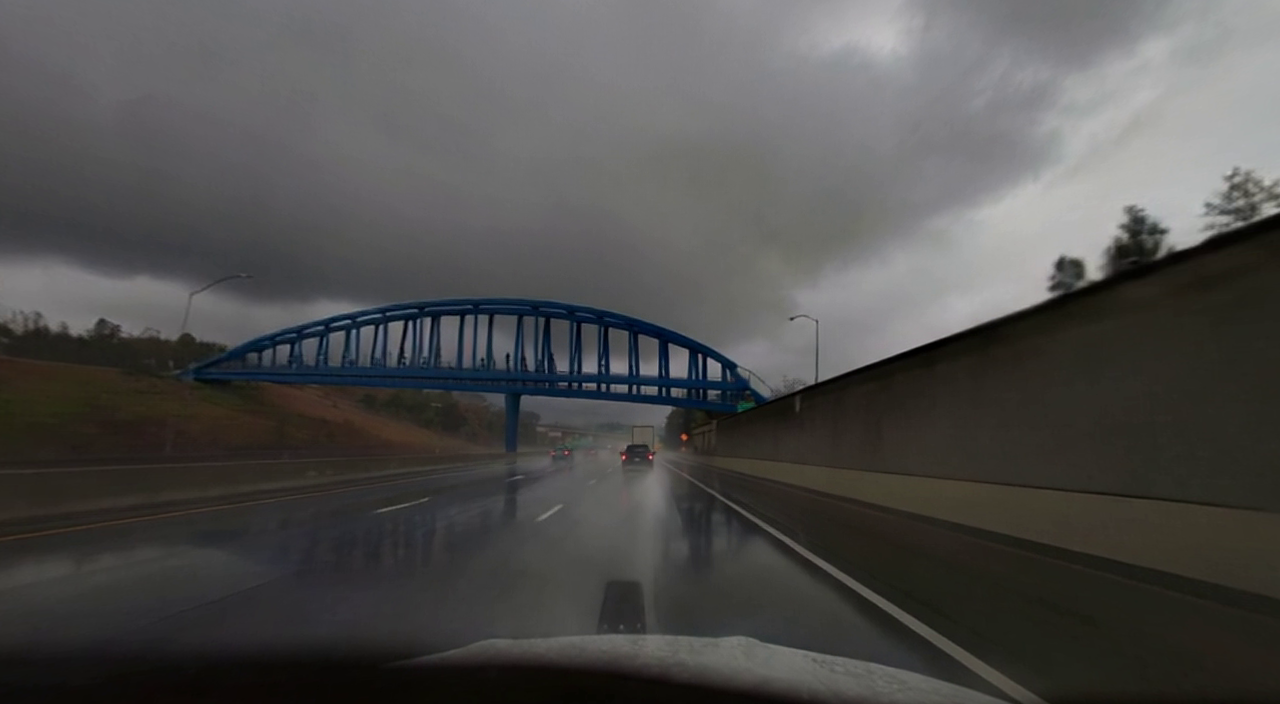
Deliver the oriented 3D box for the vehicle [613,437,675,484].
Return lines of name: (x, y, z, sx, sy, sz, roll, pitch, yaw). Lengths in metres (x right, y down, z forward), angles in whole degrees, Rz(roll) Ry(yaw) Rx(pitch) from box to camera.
vehicle: (0.146, 4.392, 25.851, 2.299, 1.716, 4.579, 0, -9, 0)
